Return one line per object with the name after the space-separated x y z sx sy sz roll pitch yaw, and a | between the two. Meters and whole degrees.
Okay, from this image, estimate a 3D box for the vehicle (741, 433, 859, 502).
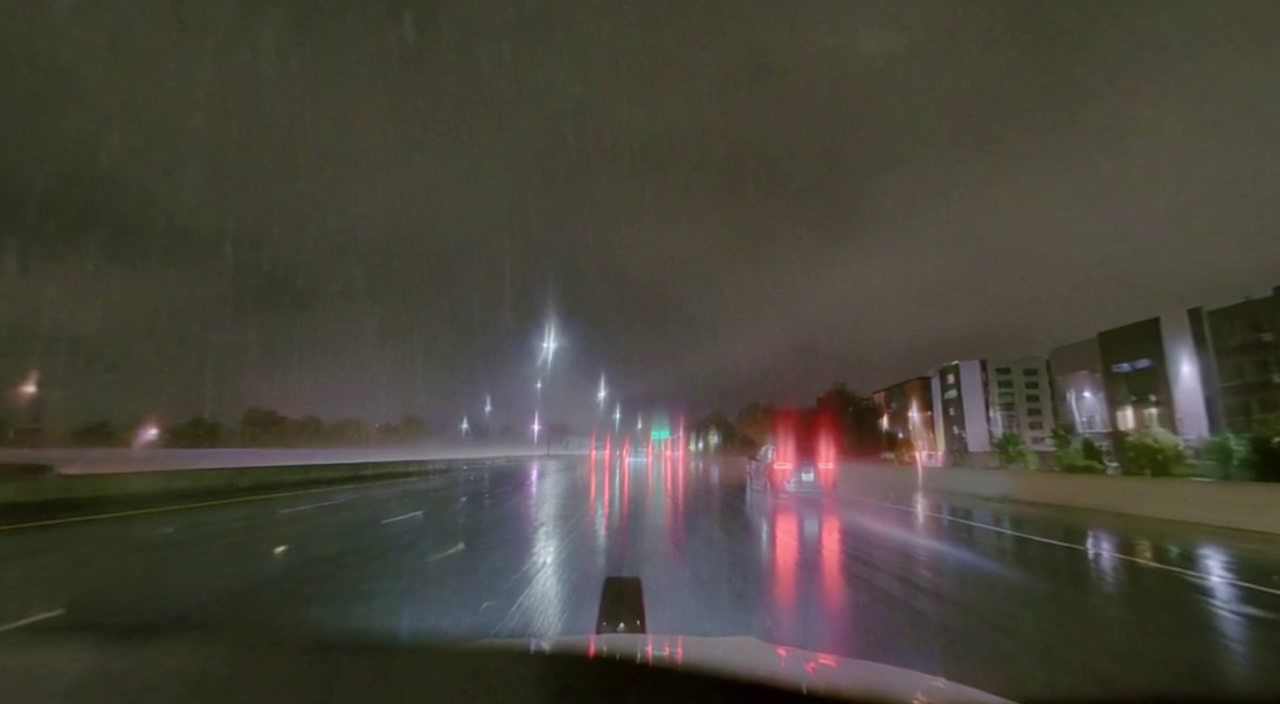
4.503 3.335 18.584 2.170 1.733 4.631 0 -9 -1 | vehicle

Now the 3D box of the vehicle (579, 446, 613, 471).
-3.113 7.673 45.625 2.075 1.721 4.763 0 -9 0 | vehicle
